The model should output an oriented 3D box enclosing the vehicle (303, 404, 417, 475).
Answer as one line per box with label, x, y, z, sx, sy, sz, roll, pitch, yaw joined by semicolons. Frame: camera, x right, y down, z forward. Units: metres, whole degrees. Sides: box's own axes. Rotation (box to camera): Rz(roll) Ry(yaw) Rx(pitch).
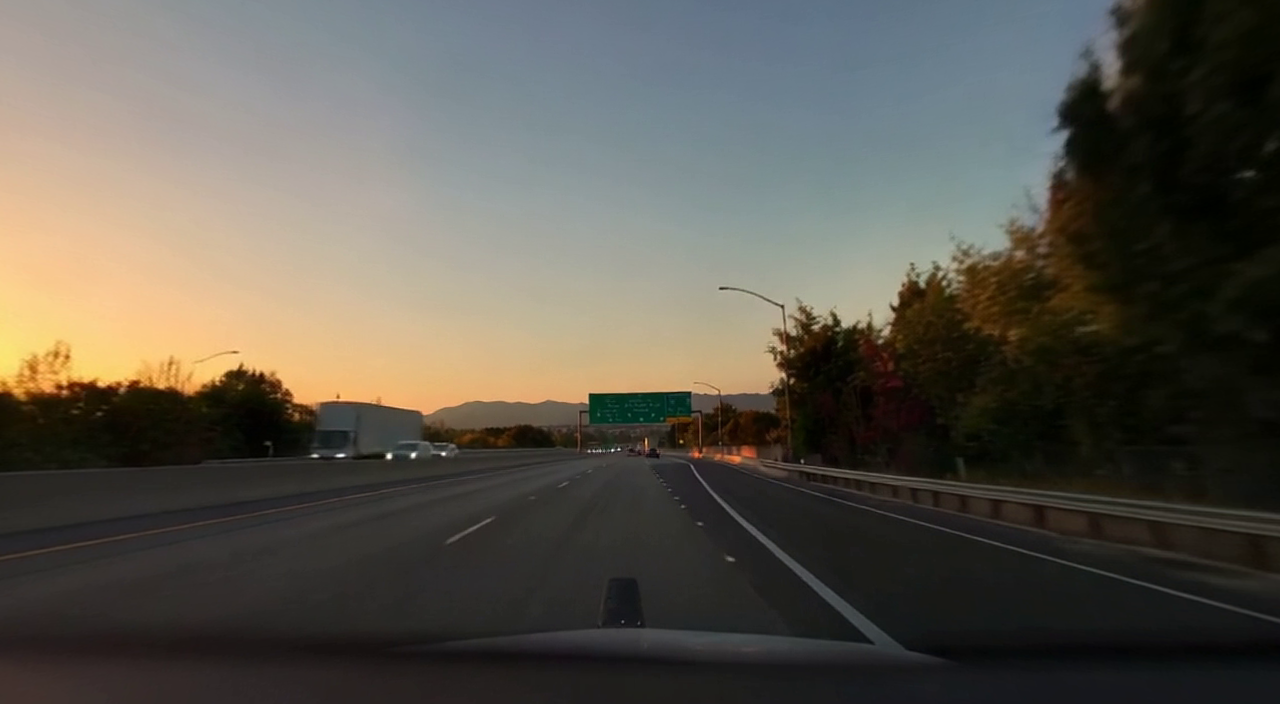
vehicle;-17.977;5.835;41.582;3.044;4.093;10.129;0;-9;-1
